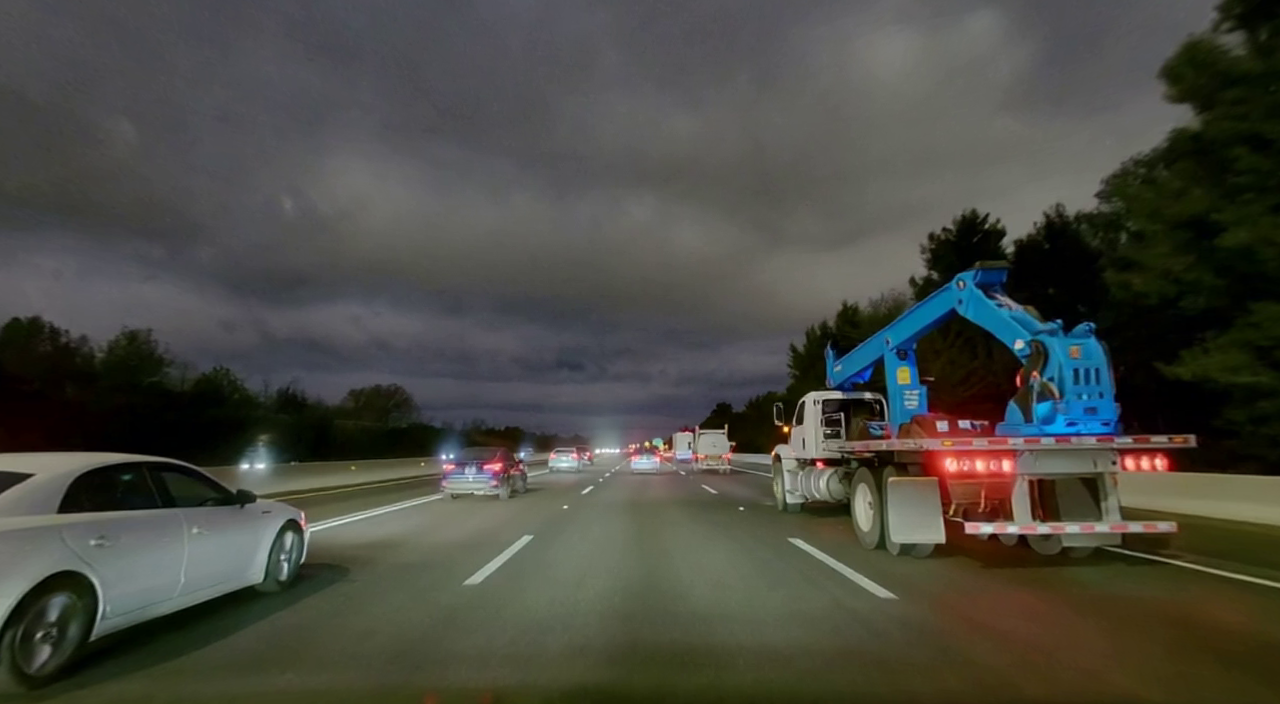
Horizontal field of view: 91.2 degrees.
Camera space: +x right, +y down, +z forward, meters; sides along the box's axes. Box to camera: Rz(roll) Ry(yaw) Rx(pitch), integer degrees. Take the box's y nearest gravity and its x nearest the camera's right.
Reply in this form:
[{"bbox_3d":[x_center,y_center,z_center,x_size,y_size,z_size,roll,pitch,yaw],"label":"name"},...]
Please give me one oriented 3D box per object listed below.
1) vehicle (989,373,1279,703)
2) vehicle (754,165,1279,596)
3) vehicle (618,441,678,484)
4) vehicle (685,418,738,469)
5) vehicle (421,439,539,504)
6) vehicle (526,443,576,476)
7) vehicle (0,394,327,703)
[{"bbox_3d":[4.105,0.812,2.094,2.599,1.631,5.693,0,-9,0],"label":"vehicle"},{"bbox_3d":[3.996,0.800,9.437,2.975,3.618,8.456,0,-9,0],"label":"vehicle"},{"bbox_3d":[0.262,4.229,24.245,2.150,1.498,3.988,0,-9,-1],"label":"vehicle"},{"bbox_3d":[4.352,5.769,39.325,2.416,2.829,7.016,0,-9,-1],"label":"vehicle"},{"bbox_3d":[-4.128,3.172,17.098,1.880,1.507,4.757,-1,-9,1],"label":"vehicle"},{"bbox_3d":[-4.378,5.359,31.455,1.858,1.527,3.974,0,-9,1],"label":"vehicle"},{"bbox_3d":[-4.153,1.166,4.163,1.978,1.556,4.119,0,-9,0],"label":"vehicle"}]
